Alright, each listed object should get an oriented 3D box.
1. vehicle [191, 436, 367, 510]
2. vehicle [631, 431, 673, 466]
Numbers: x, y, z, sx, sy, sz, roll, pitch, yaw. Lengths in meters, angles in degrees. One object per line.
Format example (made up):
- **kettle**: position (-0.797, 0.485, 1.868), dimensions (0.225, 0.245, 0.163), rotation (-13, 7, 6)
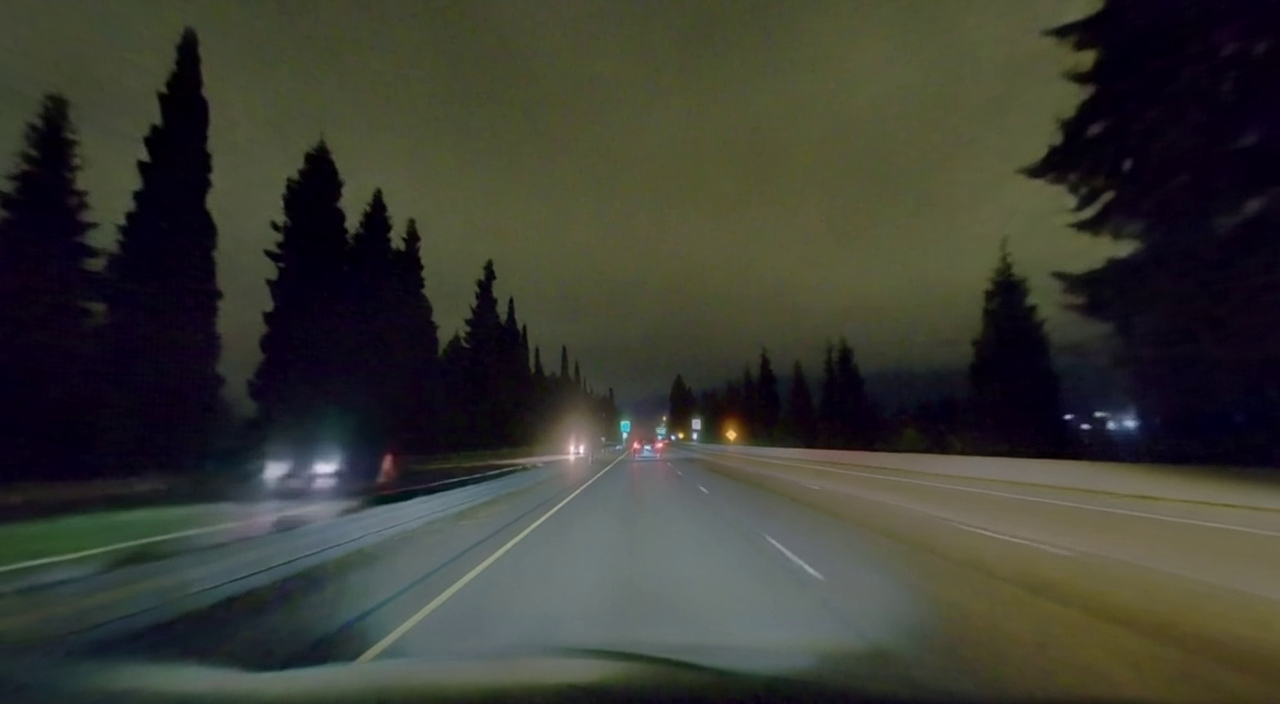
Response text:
- **vehicle**: position (-8.442, 2.821, 15.220), dimensions (1.863, 1.529, 4.010), rotation (0, -8, 0)
- **vehicle**: position (0.698, 5.677, 37.218), dimensions (2.301, 1.944, 4.554), rotation (0, -8, 1)
